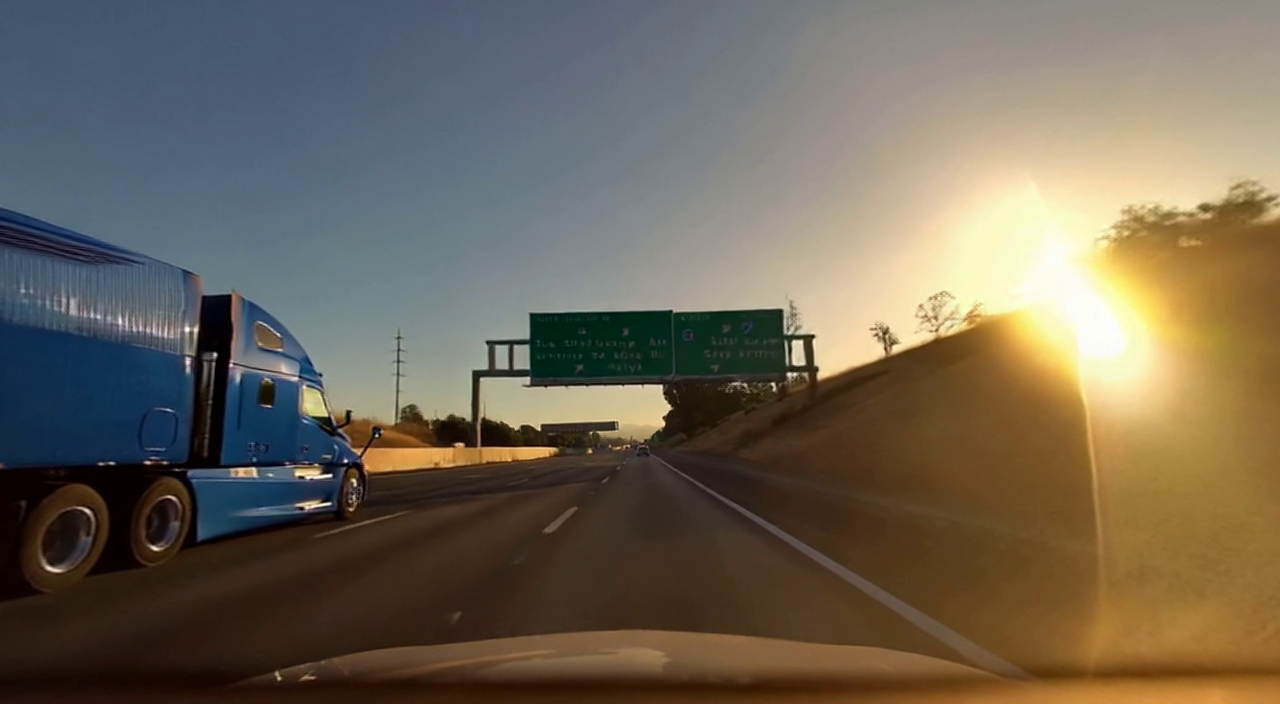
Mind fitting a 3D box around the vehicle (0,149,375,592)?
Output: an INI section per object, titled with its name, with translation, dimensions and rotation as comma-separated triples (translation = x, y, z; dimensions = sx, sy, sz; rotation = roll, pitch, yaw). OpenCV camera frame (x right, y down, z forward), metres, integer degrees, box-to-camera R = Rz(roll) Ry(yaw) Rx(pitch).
[vehicle]
translation = -7.181, 0.614, 8.665
dimensions = 2.996, 3.947, 8.600
rotation = 0, -9, 2
